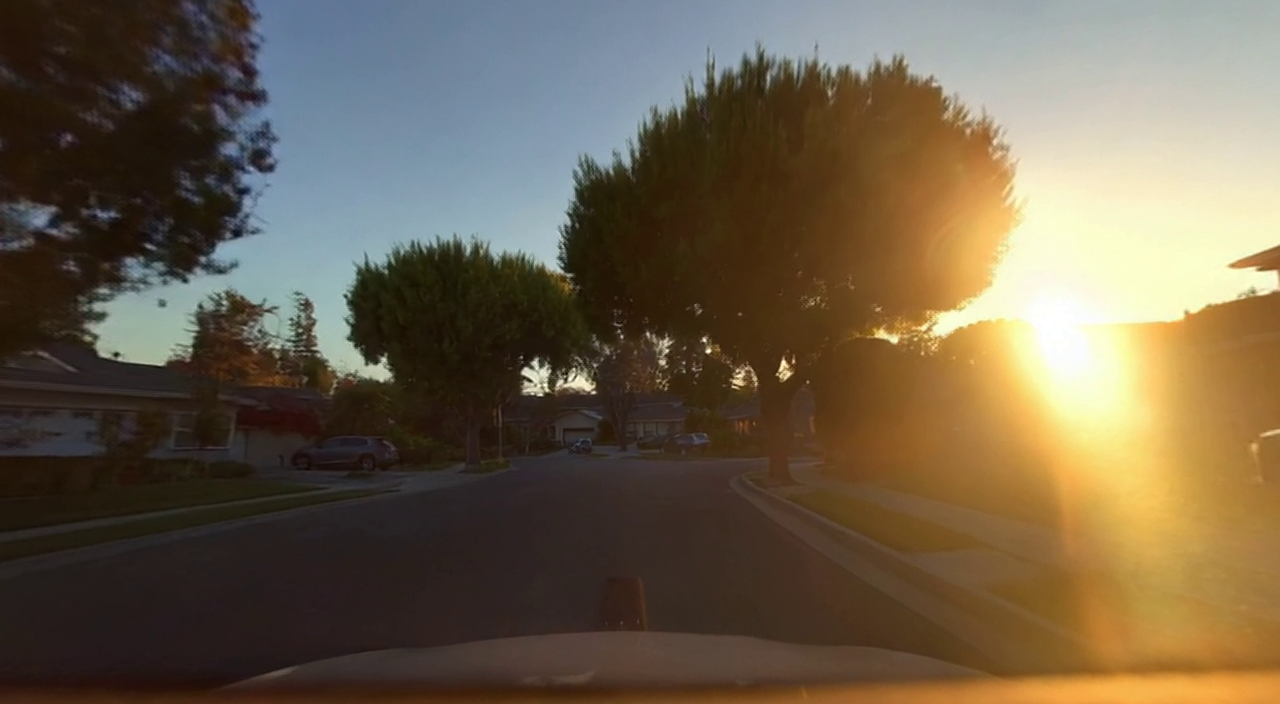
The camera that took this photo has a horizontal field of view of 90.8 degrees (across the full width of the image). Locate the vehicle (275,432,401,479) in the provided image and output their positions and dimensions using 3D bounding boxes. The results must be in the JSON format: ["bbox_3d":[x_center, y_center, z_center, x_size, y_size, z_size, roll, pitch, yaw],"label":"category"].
[{"bbox_3d":[-14.238,4.886,29.889,5.045,1.835,2.315,-6,-9,15],"label":"vehicle"}]
